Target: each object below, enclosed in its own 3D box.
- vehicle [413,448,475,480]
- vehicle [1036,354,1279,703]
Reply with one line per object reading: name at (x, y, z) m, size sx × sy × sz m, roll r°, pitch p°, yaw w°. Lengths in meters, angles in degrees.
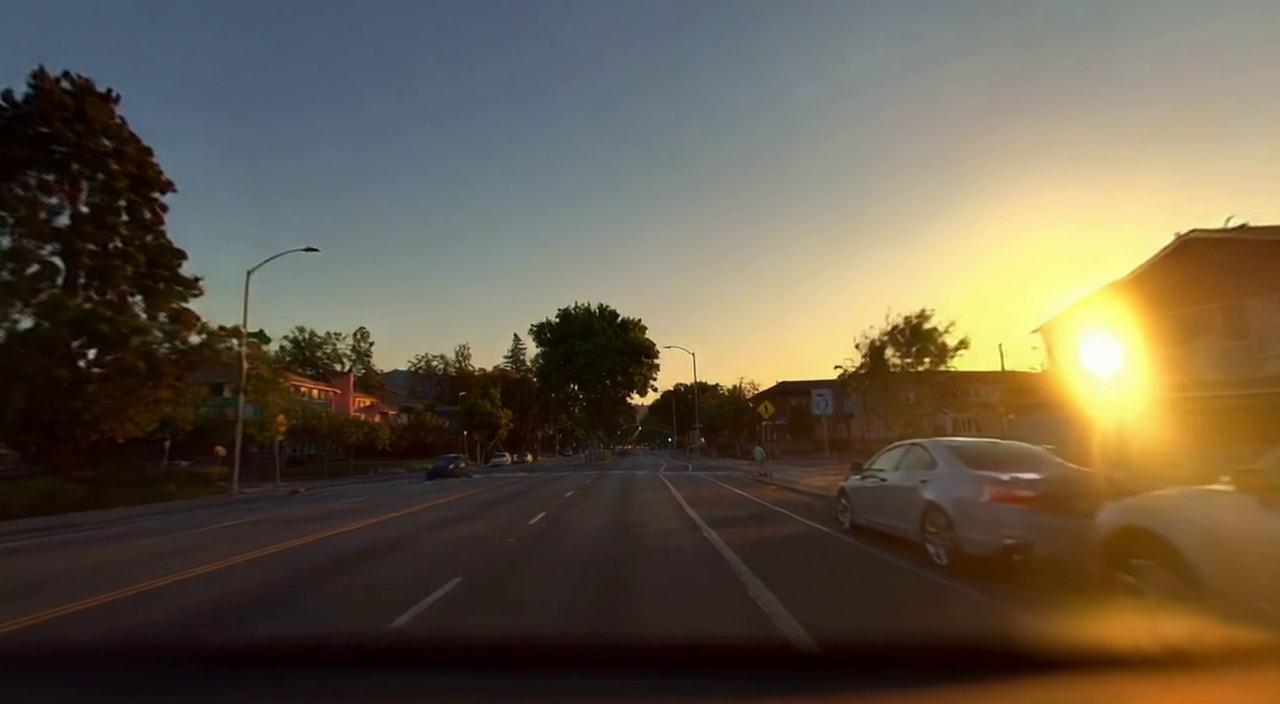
vehicle at (-10.448, 5.975, 34.011) m, size 2.022 × 1.569 × 4.275 m, roll 0°, pitch -8°, yaw -1°
vehicle at (4.101, 0.798, 2.318) m, size 2.220 × 1.752 × 4.782 m, roll 0°, pitch -8°, yaw 1°
